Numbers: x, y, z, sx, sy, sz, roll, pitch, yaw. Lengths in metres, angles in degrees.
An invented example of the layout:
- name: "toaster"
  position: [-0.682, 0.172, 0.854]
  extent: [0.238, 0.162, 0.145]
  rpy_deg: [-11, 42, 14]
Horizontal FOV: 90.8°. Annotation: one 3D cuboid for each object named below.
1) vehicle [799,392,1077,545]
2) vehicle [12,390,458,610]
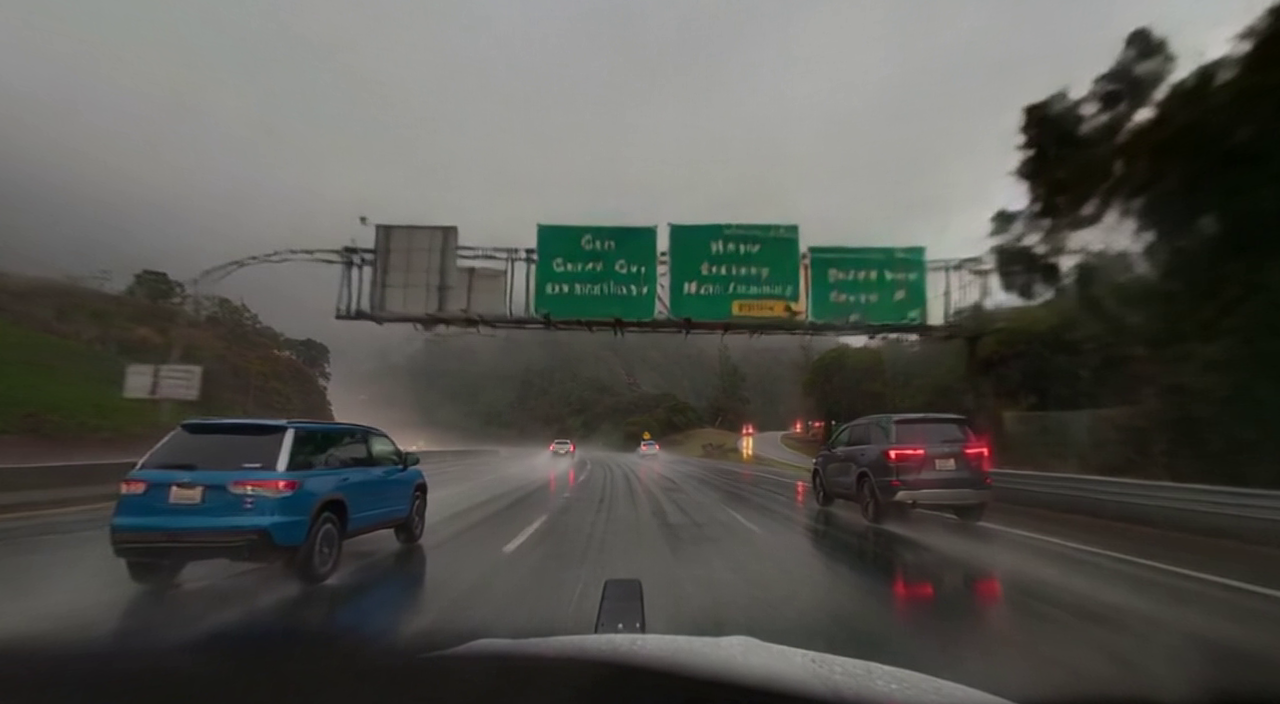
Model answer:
- name: "vehicle"
  position: [4.372, 1.820, 10.430]
  extent: [2.103, 1.903, 4.837]
  rpy_deg: [0, -8, -2]
- name: "vehicle"
  position: [-3.926, 1.524, 7.453]
  extent: [2.213, 1.766, 4.598]
  rpy_deg: [0, -8, 0]
